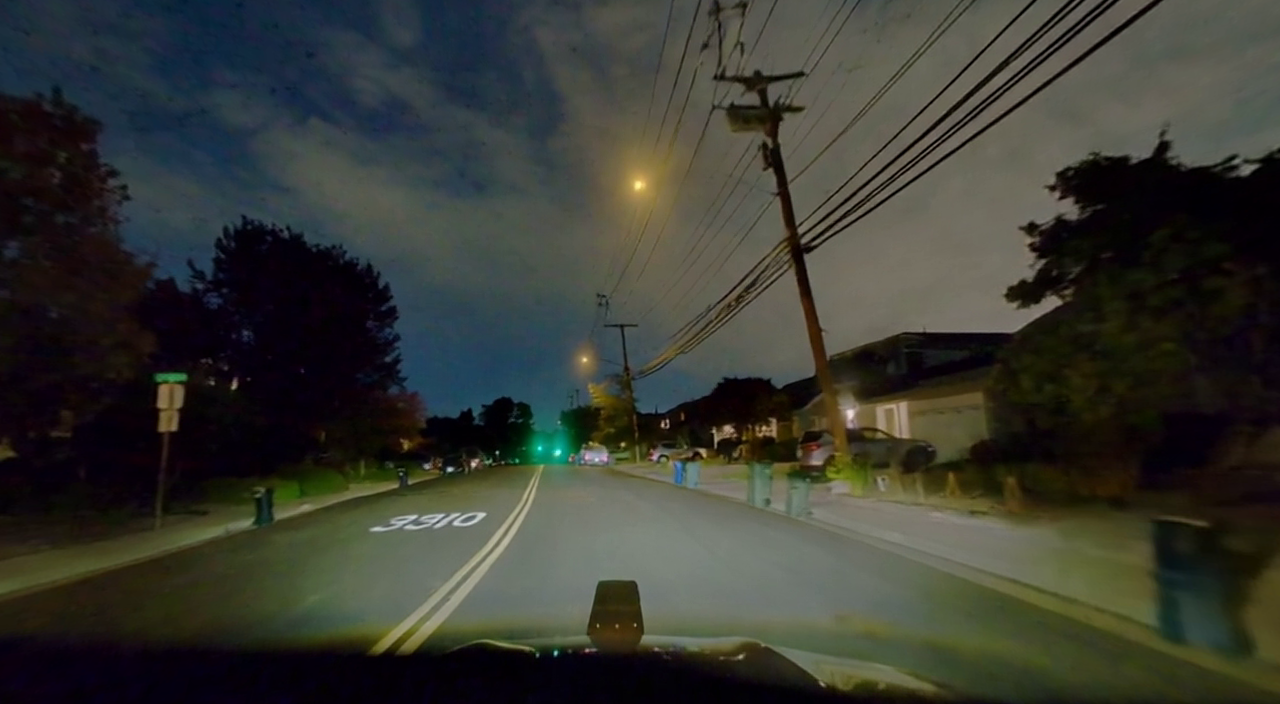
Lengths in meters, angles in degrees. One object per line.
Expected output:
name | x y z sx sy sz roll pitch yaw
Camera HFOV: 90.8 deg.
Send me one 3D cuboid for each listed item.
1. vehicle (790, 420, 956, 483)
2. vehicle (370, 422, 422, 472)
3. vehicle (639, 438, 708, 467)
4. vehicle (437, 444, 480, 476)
vehicle | 7.158 3.077 19.689 4.337 1.768 1.962 0 -8 -7
vehicle | -17.383 6.857 45.486 2.781 3.221 7.995 1 -9 -17
vehicle | 2.401 7.316 46.049 4.489 1.812 2.056 0 -13 -13
vehicle | -11.524 6.956 40.336 2.046 1.777 4.473 -2 -11 -8
